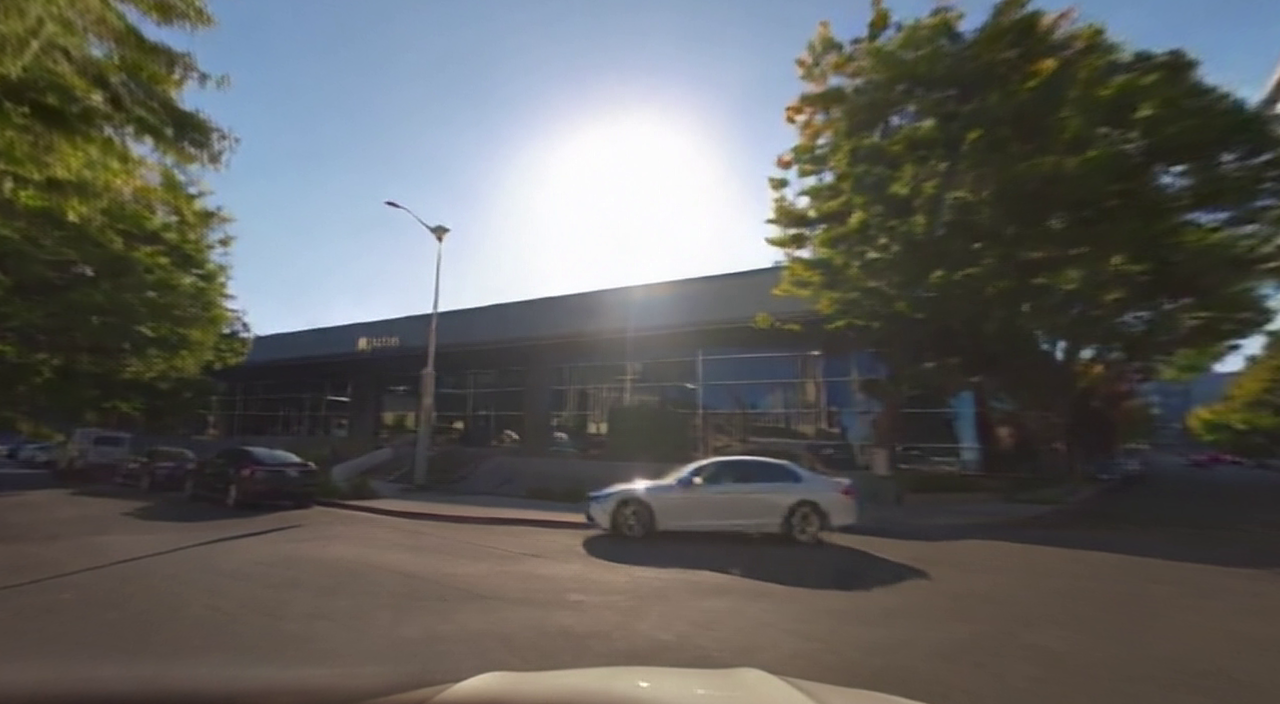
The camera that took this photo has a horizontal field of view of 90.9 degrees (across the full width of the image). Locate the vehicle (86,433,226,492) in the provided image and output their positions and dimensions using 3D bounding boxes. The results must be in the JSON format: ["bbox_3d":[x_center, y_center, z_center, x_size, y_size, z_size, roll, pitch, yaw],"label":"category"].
[{"bbox_3d":[-13.965,3.169,18.107,4.498,1.479,1.815,-7,-13,35],"label":"vehicle"}]

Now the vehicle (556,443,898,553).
[{"bbox_3d":[1.214,2.236,9.876,4.770,1.448,1.983,1,-11,0],"label":"vehicle"}]

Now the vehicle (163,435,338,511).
[{"bbox_3d":[-8.998,2.742,14.482,4.118,1.482,1.889,-7,-13,36],"label":"vehicle"}]

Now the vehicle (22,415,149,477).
[{"bbox_3d":[-19.880,3.410,22.516,4.898,1.972,2.242,-7,-13,37],"label":"vehicle"}]
